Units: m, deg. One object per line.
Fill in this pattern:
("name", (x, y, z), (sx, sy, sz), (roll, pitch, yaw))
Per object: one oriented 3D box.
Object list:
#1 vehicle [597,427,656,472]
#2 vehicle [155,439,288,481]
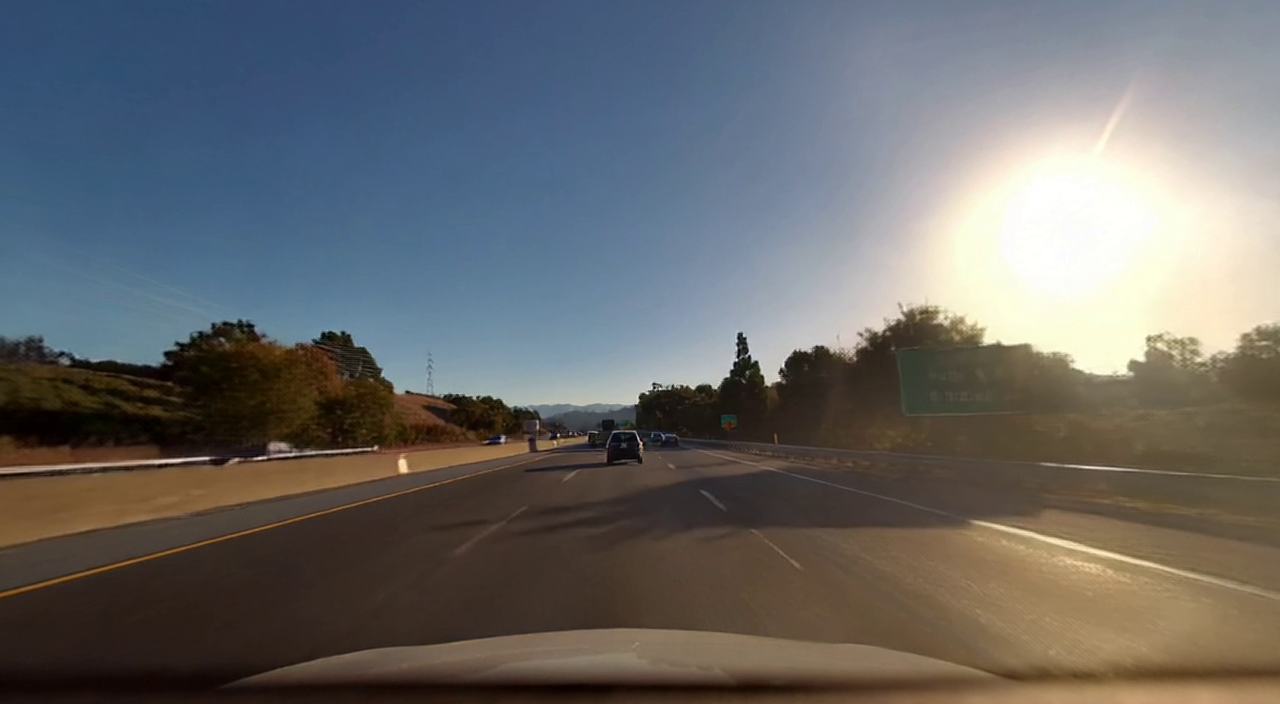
("vehicle", (-0.509, 3.732, 24.454), (2.094, 1.600, 3.666), (0, -8, -1))
("vehicle", (-16.751, 4.303, 25.631), (2.081, 1.522, 4.969), (0, -8, -1))
